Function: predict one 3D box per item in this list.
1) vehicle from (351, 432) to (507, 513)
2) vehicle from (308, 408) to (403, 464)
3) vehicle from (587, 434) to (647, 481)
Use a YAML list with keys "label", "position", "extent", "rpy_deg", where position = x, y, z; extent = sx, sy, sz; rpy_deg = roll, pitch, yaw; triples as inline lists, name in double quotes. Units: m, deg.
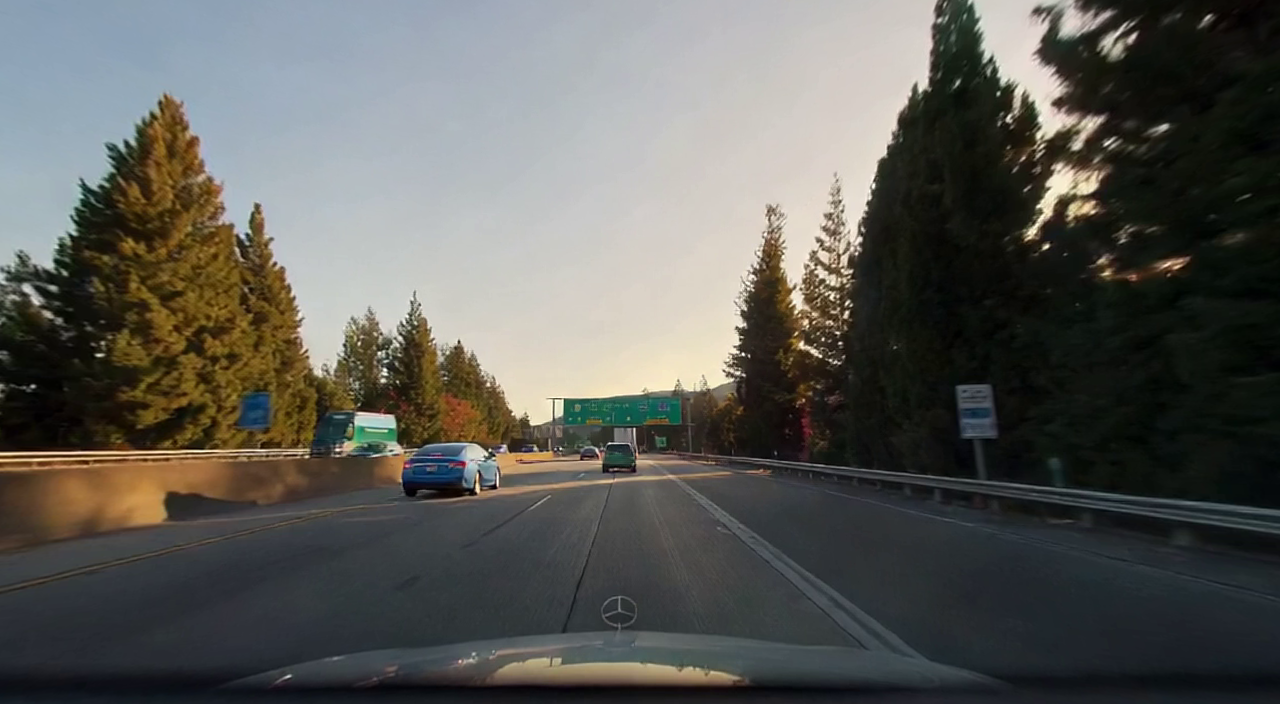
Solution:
- label: "vehicle"
  position: [-4.749, 2.788, 15.002]
  extent: [2.103, 1.588, 4.709]
  rpy_deg: [-1, -9, 0]
- label: "vehicle"
  position: [-18.973, 5.787, 42.513]
  extent: [2.771, 3.371, 8.087]
  rpy_deg: [0, -9, -1]
- label: "vehicle"
  position: [-0.907, 4.276, 25.506]
  extent: [2.220, 1.711, 4.056]
  rpy_deg: [0, -9, -1]
